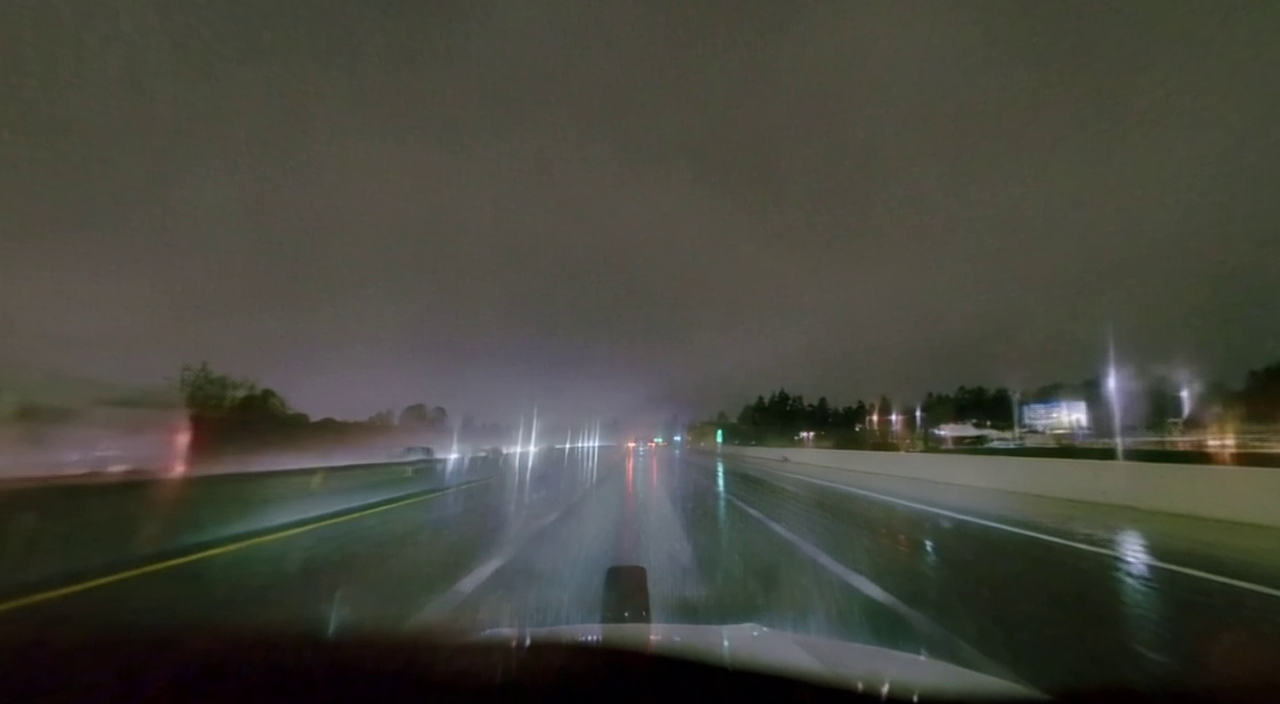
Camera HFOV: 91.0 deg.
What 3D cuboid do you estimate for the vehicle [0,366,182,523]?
[{"bbox_3d":[-18.463,2.342,15.910,3.341,4.076,13.934,0,-8,-1],"label":"vehicle"}]

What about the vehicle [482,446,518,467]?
[{"bbox_3d":[-10.679,7.979,48.201,1.821,1.477,3.939,0,-8,0],"label":"vehicle"}]

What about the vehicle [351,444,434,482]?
[{"bbox_3d":[-10.855,4.882,27.930,1.887,1.524,4.275,0,-8,1],"label":"vehicle"}]
